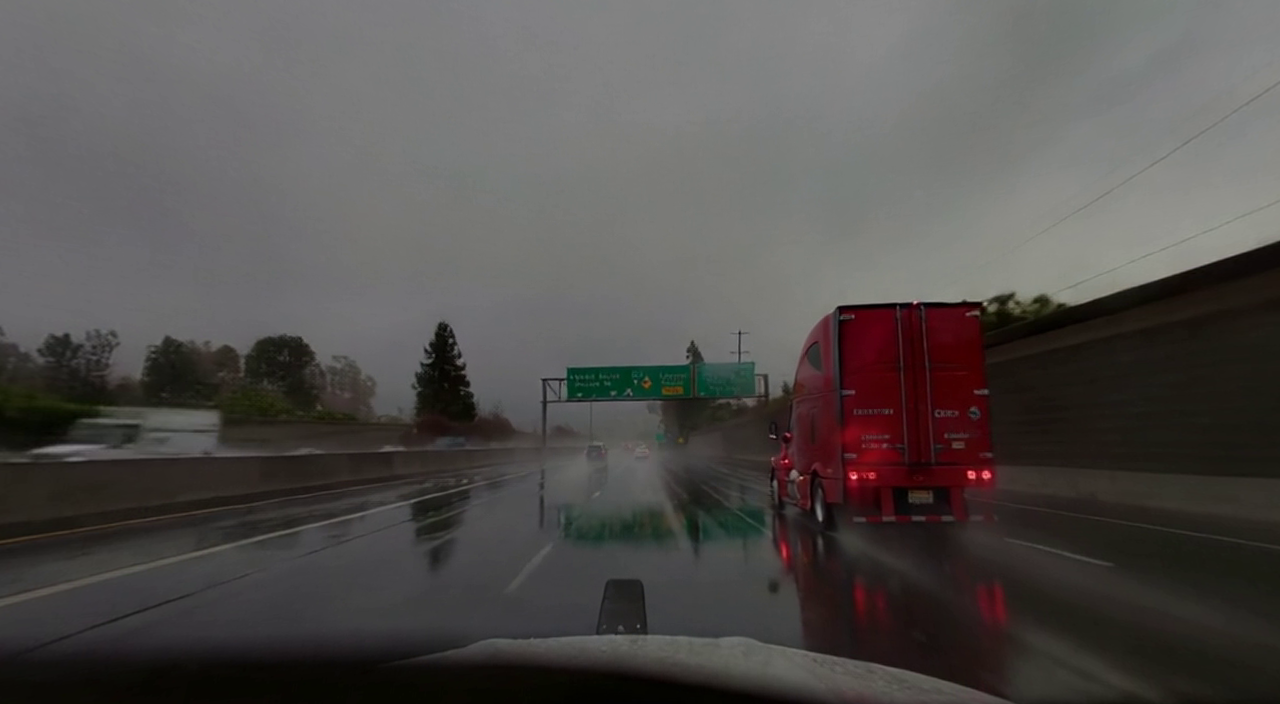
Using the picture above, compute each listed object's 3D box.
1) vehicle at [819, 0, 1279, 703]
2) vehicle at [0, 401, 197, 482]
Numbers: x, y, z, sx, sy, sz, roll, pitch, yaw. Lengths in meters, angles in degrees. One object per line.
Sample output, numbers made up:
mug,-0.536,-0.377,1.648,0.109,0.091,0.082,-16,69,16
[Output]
vehicle,3.970,-0.540,0.839,2.899,4.078,16.430,0,-8,1
vehicle,-14.507,2.368,16.536,2.205,1.808,4.768,0,-9,1
